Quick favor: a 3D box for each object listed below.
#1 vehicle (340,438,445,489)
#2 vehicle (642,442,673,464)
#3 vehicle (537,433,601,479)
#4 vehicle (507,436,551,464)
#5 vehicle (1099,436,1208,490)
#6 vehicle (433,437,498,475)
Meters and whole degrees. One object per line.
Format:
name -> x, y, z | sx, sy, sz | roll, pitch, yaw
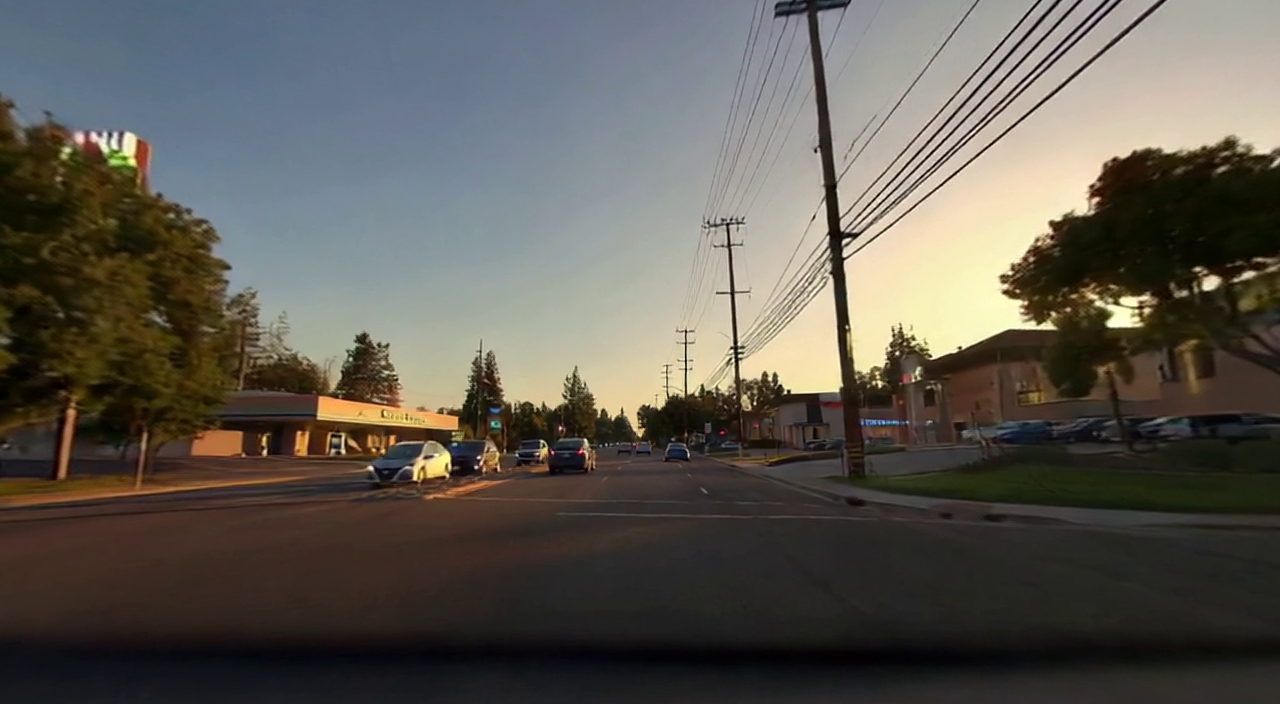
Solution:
vehicle -> -7.834, 3.544, 20.366 | 1.760, 1.487, 3.890 | 0, -8, 1
vehicle -> 1.218, 6.896, 43.224 | 1.978, 1.455, 4.195 | 0, -8, 2
vehicle -> -2.754, 4.165, 25.405 | 2.047, 1.664, 4.148 | 0, -8, 1
vehicle -> -7.611, 6.797, 43.797 | 2.009, 1.773, 4.925 | 0, -8, 2
vehicle -> 16.486, 3.538, 20.529 | 2.080, 1.530, 5.079 | -5, -10, 32
vehicle -> -7.969, 4.773, 29.153 | 1.795, 1.607, 4.059 | 0, -8, 1
